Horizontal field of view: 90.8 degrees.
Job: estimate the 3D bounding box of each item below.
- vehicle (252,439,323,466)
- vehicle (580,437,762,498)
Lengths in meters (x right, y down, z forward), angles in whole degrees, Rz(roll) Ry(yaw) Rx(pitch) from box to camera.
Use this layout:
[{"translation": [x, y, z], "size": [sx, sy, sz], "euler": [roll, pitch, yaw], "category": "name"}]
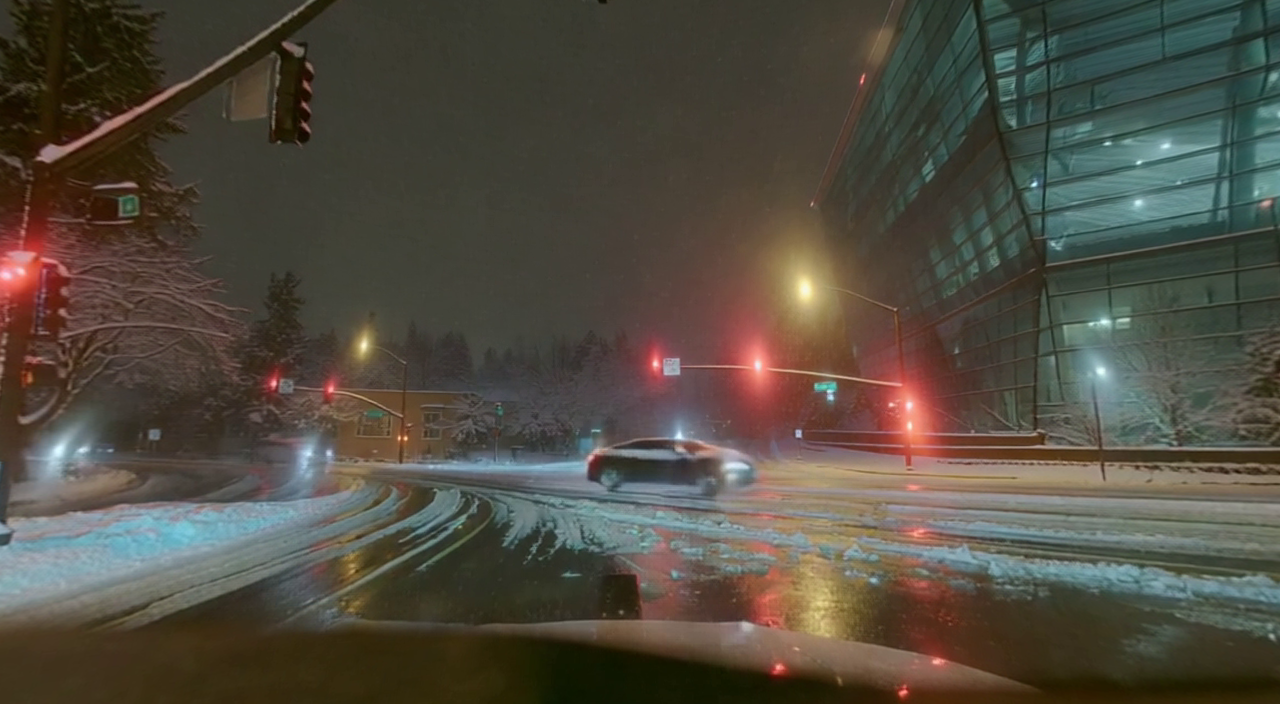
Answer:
[{"translation": [-20.986, 5.961, 37.532], "size": [4.110, 1.511, 1.883], "euler": [-6, -10, 33], "category": "vehicle"}, {"translation": [0.751, 3.142, 17.591], "size": [4.798, 1.461, 1.939], "euler": [-7, -11, 37], "category": "vehicle"}]
